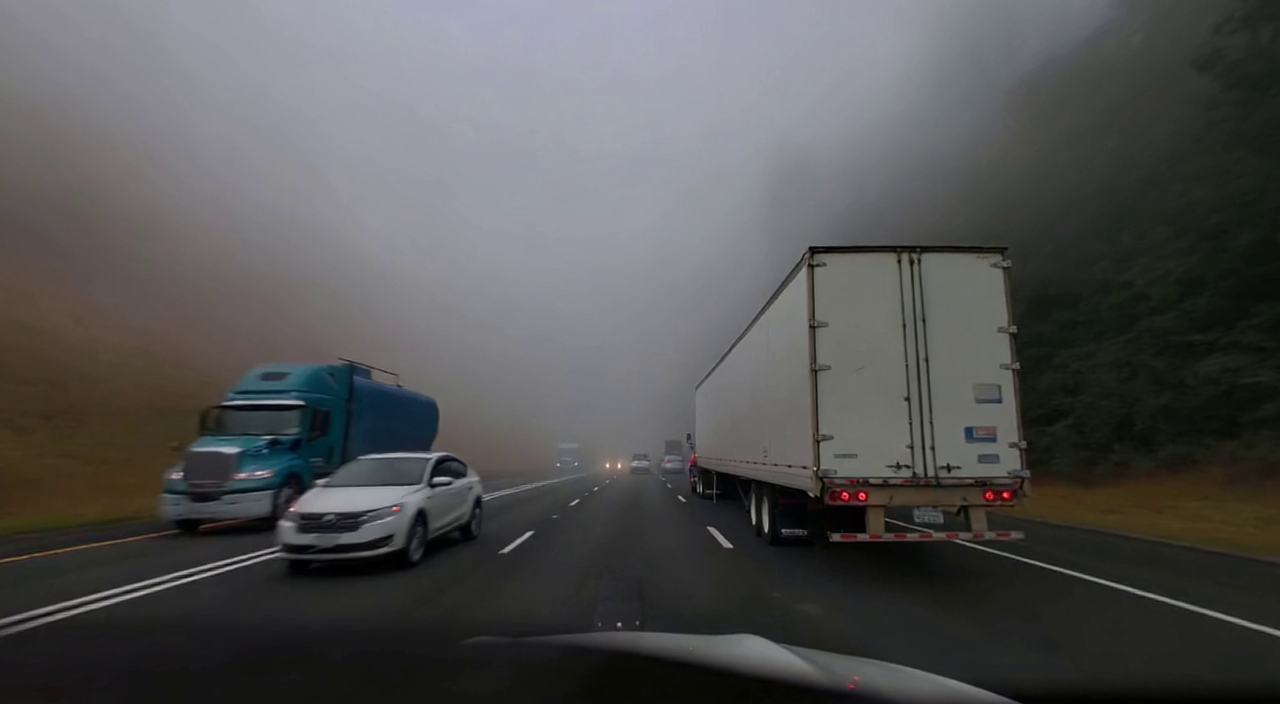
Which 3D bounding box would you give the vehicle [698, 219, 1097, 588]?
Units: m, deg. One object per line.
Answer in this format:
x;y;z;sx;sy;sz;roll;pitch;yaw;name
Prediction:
3.376;1.552;13.884;2.845;4.071;14.008;0;-9;0;vehicle

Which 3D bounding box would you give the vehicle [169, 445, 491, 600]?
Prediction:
-3.490;1.970;8.210;1.982;1.462;4.171;0;-9;1;vehicle

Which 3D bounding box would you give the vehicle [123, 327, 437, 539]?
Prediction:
-6.847;1.780;13.586;2.600;3.374;6.892;0;-8;0;vehicle
